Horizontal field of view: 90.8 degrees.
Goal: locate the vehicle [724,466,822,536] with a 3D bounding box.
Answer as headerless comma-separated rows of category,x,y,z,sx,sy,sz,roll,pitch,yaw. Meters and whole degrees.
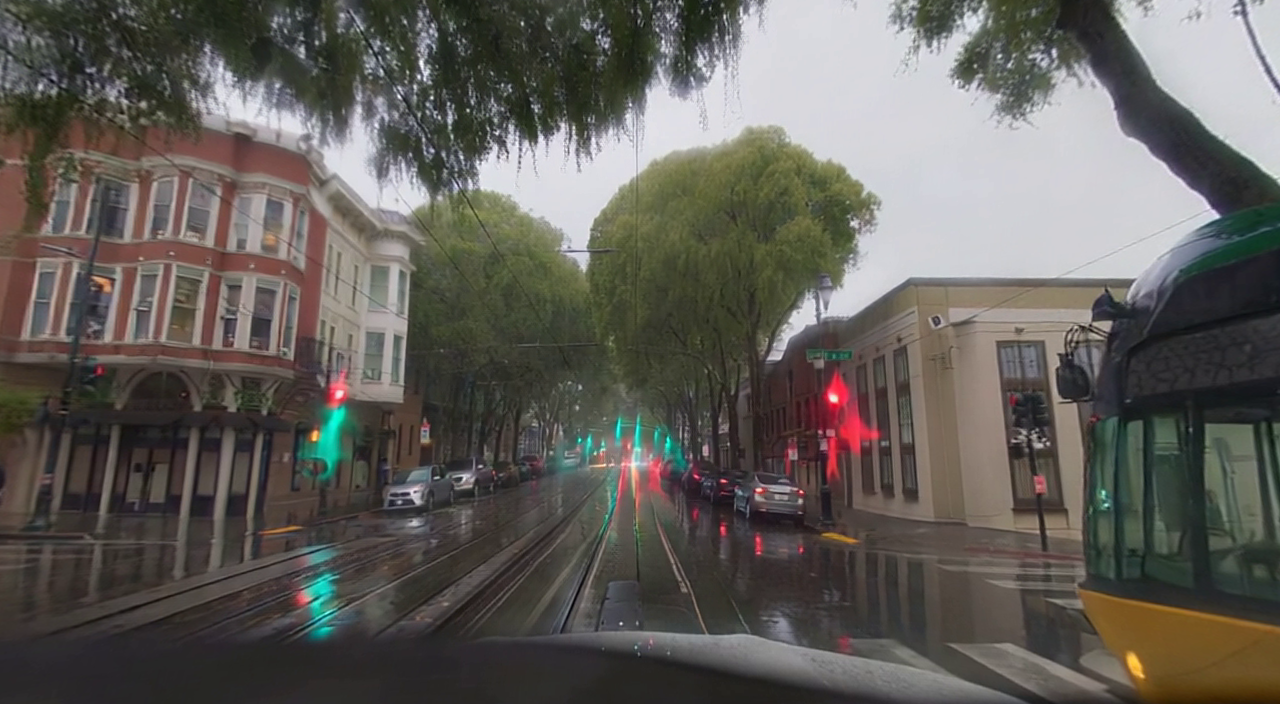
vehicle,3.848,4.389,19.107,1.929,1.723,4.134,0,-8,-2

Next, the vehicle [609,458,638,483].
vehicle,-1.111,8.281,44.312,1.966,1.600,3.494,0,-8,0

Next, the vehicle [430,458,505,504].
vehicle,-7.418,5.579,27.668,1.861,1.751,4.550,1,-10,2

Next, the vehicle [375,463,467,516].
vehicle,-7.442,4.807,21.909,1.779,1.588,3.953,2,-14,-1

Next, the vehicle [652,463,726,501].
vehicle,2.344,6.325,31.024,1.984,1.571,3.404,5,-10,-33
